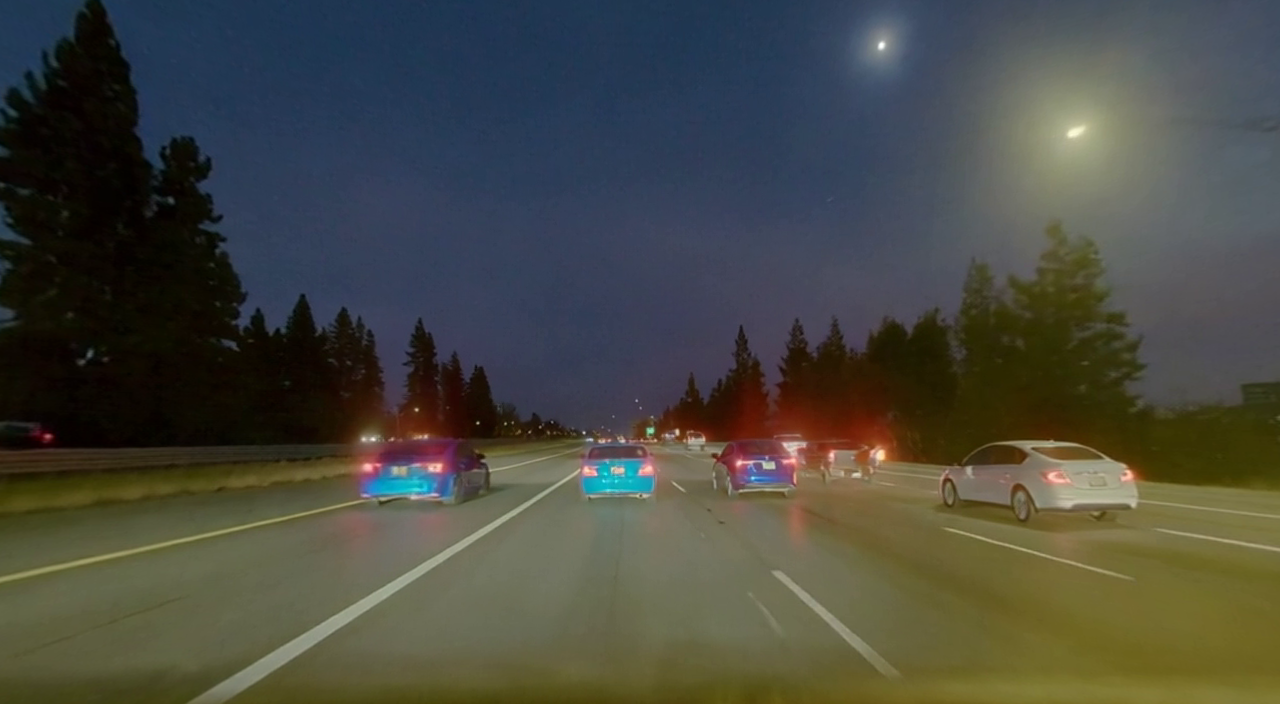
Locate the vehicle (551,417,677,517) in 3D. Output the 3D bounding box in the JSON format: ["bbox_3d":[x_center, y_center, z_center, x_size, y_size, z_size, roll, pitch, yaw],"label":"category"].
[{"bbox_3d":[-0.486,2.316,13.042,2.181,1.728,3.970,0,-9,-1],"label":"vehicle"}]

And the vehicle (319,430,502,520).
[{"bbox_3d":[-4.555,2.524,13.502,2.071,1.537,4.912,0,-9,0],"label":"vehicle"}]

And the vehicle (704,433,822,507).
[{"bbox_3d":[2.846,2.839,15.567,1.975,1.532,4.227,1,-9,-1],"label":"vehicle"}]

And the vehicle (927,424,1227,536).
[{"bbox_3d":[7.640,2.277,11.819,2.106,1.641,4.671,1,-9,-3],"label":"vehicle"}]

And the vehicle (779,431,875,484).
[{"bbox_3d":[6.727,3.855,23.212,2.022,1.735,4.400,1,-9,-2],"label":"vehicle"}]
